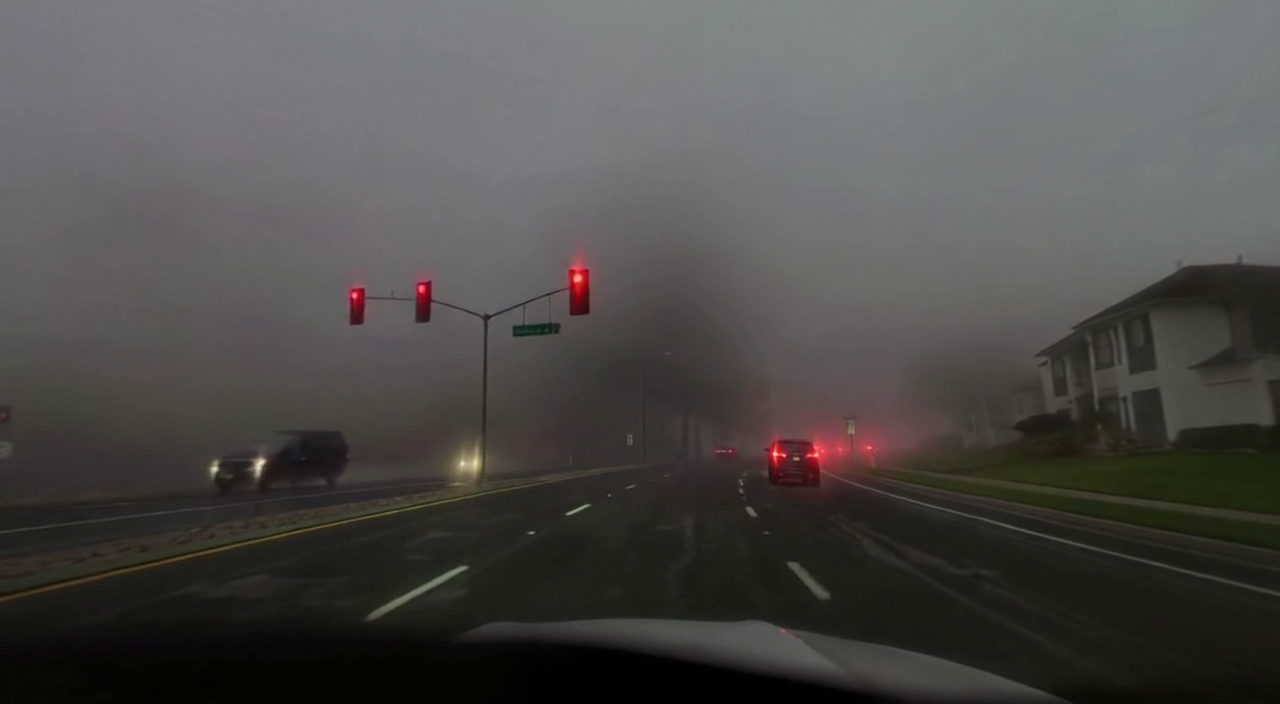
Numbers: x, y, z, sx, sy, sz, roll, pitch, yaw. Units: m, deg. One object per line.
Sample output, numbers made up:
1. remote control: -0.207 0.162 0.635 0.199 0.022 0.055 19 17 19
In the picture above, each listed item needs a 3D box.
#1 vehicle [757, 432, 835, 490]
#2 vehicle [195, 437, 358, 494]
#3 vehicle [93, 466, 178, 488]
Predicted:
1. vehicle: 5.513 3.899 22.889 2.141 1.833 4.704 -1 -8 7
2. vehicle: -14.393 4.499 25.627 2.555 2.009 6.050 -1 -8 6
3. vehicle: -38.138 9.425 47.764 1.718 1.432 4.577 -5 -10 28
